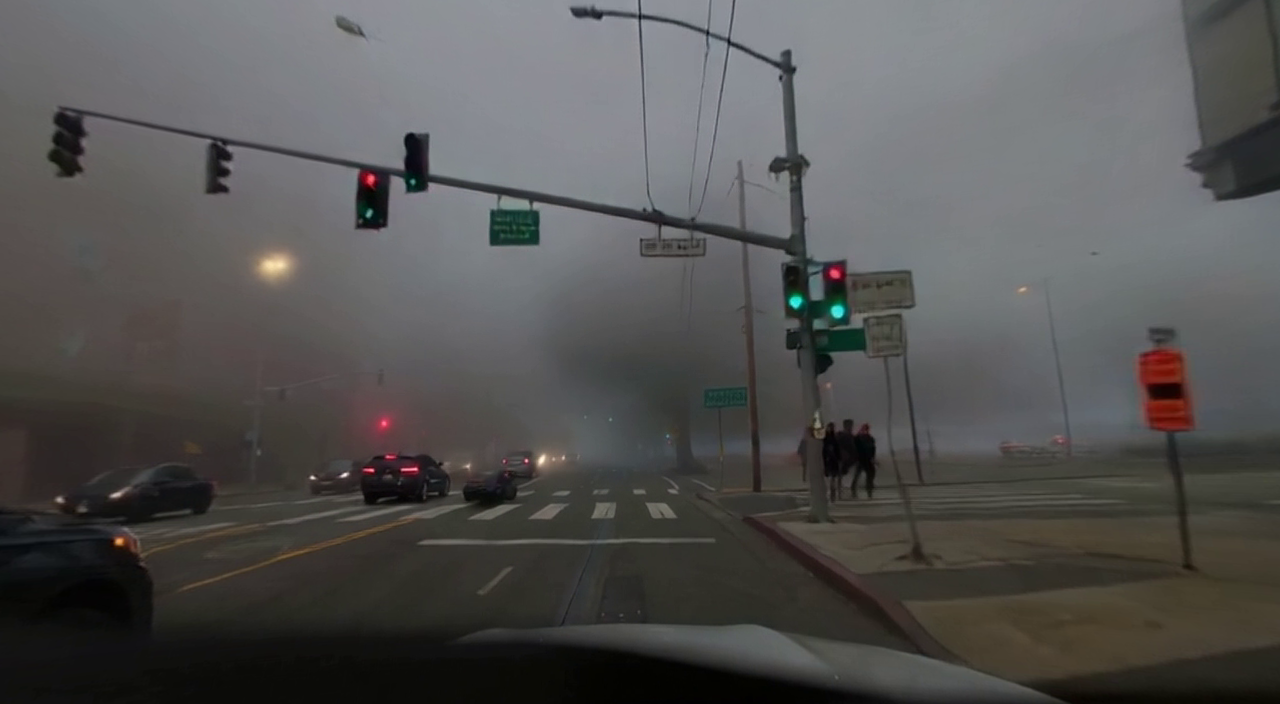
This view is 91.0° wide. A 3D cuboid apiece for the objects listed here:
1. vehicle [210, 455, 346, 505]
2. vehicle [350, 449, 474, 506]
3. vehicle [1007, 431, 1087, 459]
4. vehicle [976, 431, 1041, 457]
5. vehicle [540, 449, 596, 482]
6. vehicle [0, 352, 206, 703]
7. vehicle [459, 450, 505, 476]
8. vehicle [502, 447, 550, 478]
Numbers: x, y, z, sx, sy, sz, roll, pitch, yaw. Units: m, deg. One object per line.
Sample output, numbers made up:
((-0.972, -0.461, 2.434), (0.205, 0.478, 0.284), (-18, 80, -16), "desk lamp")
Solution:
((-12.516, 4.418, 22.171), (1.973, 1.496, 4.448), (0, -9, 3), "vehicle")
((-6.593, 3.663, 18.851), (1.960, 1.479, 4.654), (0, -9, 0), "vehicle")
((27.461, 6.353, 42.672), (2.083, 1.668, 4.638), (-1, -10, -3), "vehicle")
((24.652, 6.213, 42.253), (1.690, 1.559, 3.521), (5, -10, -14), "vehicle")
((-3.431, 5.538, 30.951), (2.147, 1.472, 4.406), (0, -9, 1), "vehicle")
((-3.358, 0.647, 1.039), (2.042, 1.673, 4.516), (0, -9, 0), "vehicle")
((-11.409, 8.001, 45.766), (1.985, 1.756, 4.665), (0, -9, 2), "vehicle")
((-6.669, 6.495, 37.207), (2.012, 1.664, 3.917), (0, -9, 1), "vehicle")
